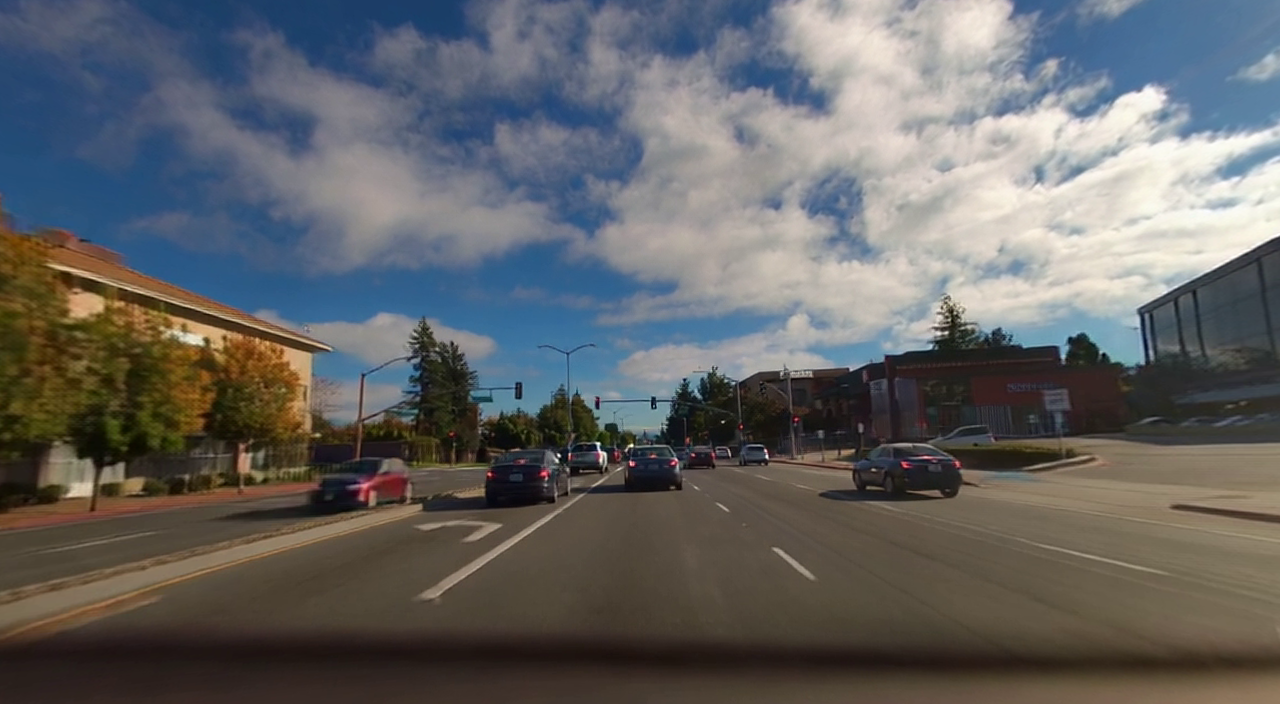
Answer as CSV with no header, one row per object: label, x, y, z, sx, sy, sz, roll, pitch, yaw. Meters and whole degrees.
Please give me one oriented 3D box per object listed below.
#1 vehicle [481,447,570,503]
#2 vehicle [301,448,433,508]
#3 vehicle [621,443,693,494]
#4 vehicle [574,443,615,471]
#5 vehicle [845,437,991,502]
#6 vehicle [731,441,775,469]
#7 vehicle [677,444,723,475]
vehicle,-3.319,3.638,19.215,1.938,1.472,4.399,-1,-9,-1
vehicle,-8.477,3.909,20.091,2.212,1.652,4.376,-1,-9,1
vehicle,0.487,3.712,20.455,2.096,1.473,3.893,-1,-9,0
vehicle,-2.864,6.673,40.228,2.219,1.699,4.090,-1,-9,1
vehicle,7.310,3.114,17.174,1.892,1.515,4.400,0,-9,-1
vehicle,7.393,6.789,41.744,2.044,1.701,4.397,0,-9,-1
vehicle,3.116,5.664,33.473,1.988,1.528,4.144,0,-9,-1
